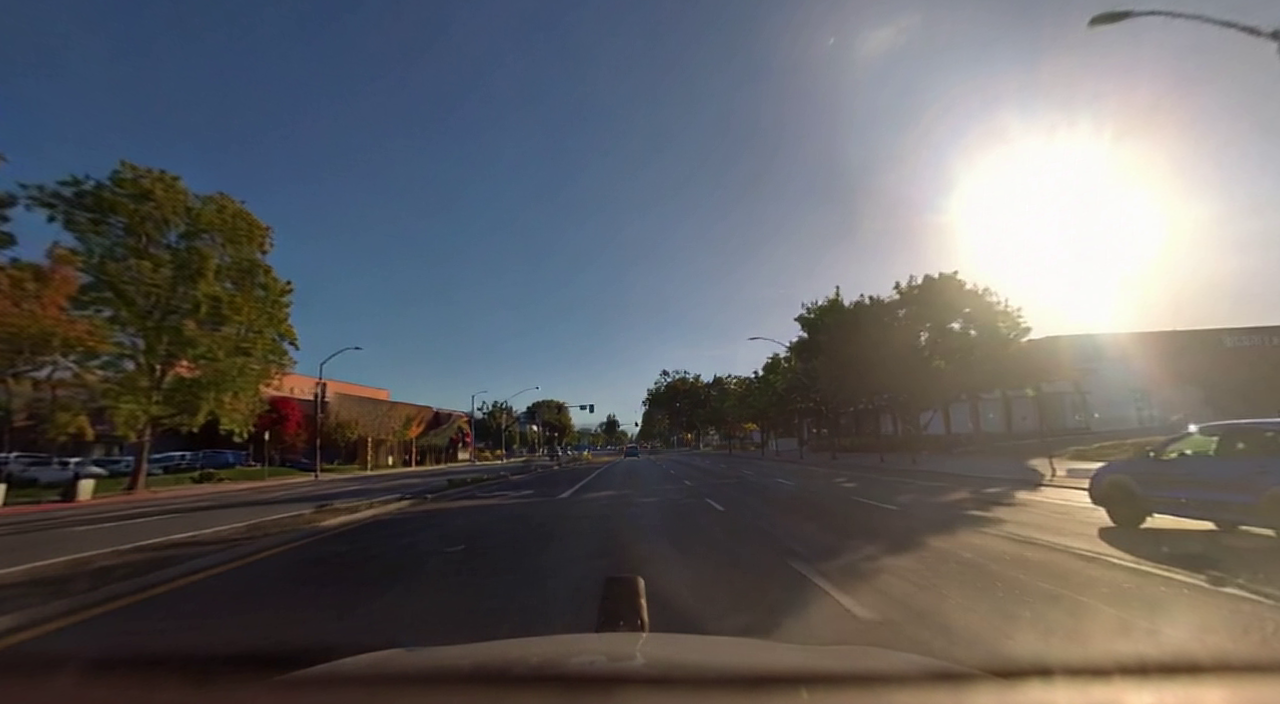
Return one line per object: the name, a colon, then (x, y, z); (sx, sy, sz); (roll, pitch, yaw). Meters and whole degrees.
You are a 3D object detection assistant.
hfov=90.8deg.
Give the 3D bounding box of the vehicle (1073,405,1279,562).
vehicle: (7.677, 1.503, 7.508); (1.918, 1.632, 4.368); (0, -8, 0)
